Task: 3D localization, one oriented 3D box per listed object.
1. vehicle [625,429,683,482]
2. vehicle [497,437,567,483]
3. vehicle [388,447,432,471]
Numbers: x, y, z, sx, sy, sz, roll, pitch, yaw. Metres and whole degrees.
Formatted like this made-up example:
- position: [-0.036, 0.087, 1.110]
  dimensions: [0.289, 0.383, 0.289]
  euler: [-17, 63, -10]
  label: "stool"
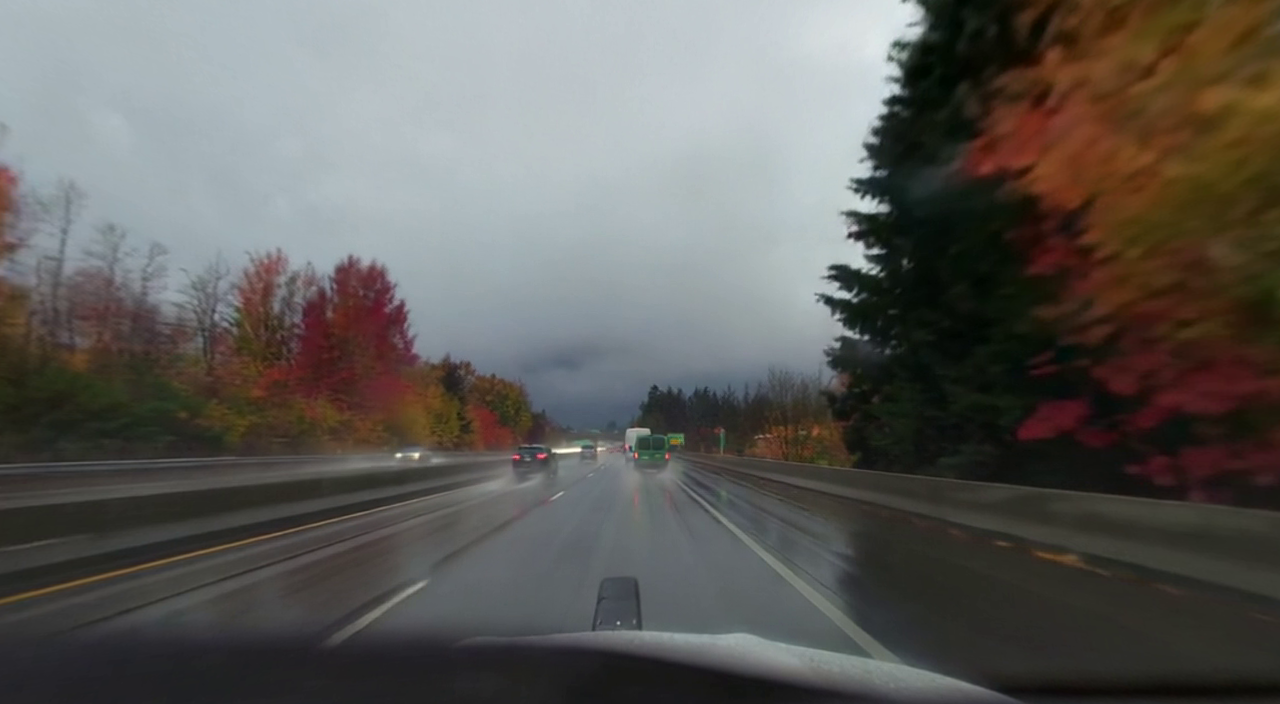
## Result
- position: [0.474, 4.235, 25.780]
  dimensions: [2.179, 1.930, 4.538]
  euler: [0, -9, -1]
  label: "vehicle"
- position: [-4.241, 4.336, 25.402]
  dimensions: [2.088, 1.688, 4.365]
  euler: [0, -9, 0]
  label: "vehicle"
- position: [-17.208, 7.990, 47.040]
  dimensions: [1.801, 1.691, 3.919]
  euler: [0, -9, 1]
  label: "vehicle"
